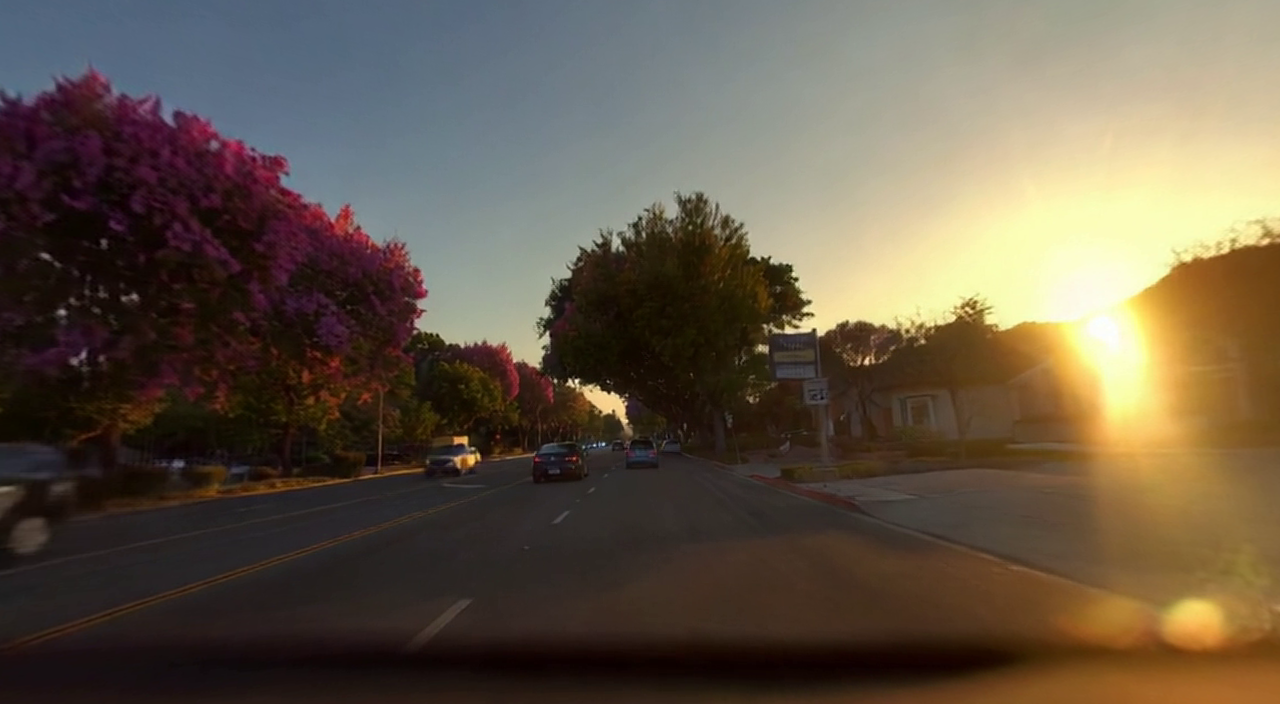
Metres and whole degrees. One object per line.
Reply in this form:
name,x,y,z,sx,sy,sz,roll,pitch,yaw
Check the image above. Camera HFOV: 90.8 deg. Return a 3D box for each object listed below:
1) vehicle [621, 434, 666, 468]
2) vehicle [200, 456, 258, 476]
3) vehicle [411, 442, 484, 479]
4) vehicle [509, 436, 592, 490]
vehicle,0.113,5.535,35.500,2.376,1.801,4.317,0,-8,-1
vehicle,-31.504,8.736,48.504,3.340,1.400,1.578,-1,-8,-1
vehicle,-9.922,5.632,33.055,2.147,1.741,5.166,0,-8,0
vehicle,-2.912,3.710,21.520,2.167,1.634,4.220,0,-8,0
